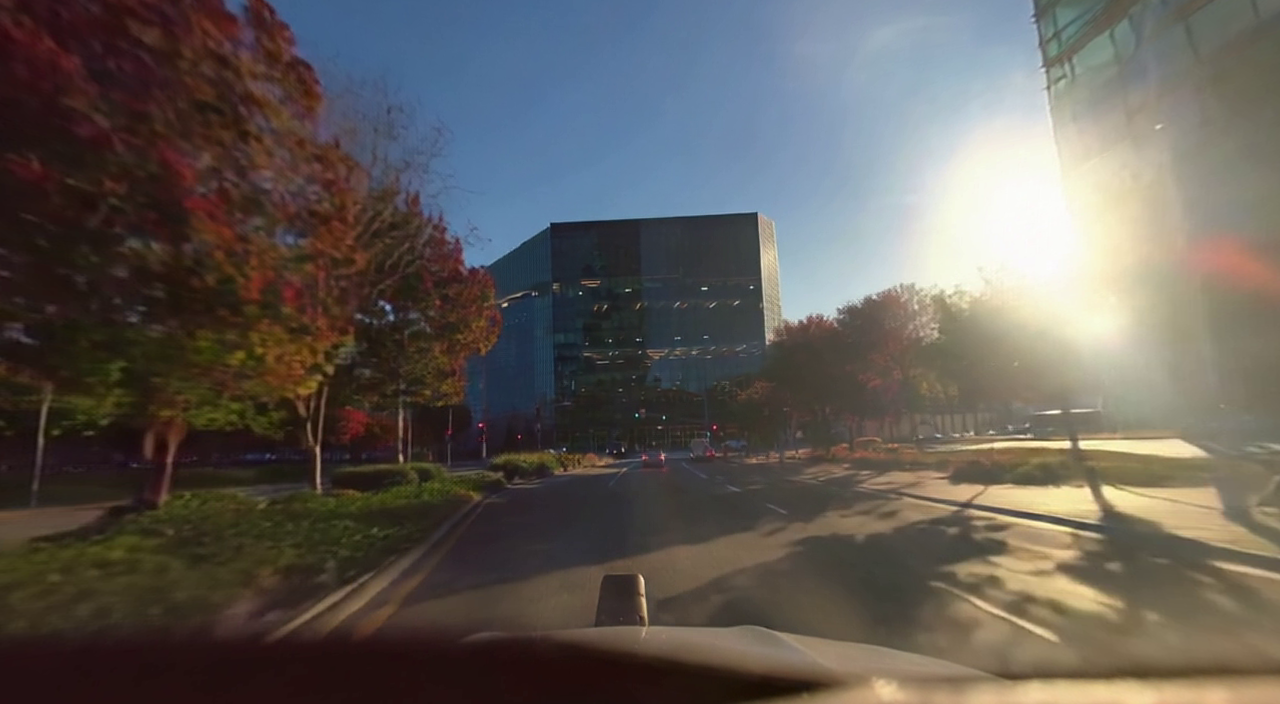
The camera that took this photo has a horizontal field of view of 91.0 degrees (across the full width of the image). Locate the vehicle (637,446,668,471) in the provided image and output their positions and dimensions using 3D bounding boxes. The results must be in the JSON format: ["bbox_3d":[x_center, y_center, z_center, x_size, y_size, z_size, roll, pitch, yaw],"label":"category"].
[{"bbox_3d":[0.916,7.720,45.917,2.092,1.660,4.319,0,-8,1],"label":"vehicle"}]
